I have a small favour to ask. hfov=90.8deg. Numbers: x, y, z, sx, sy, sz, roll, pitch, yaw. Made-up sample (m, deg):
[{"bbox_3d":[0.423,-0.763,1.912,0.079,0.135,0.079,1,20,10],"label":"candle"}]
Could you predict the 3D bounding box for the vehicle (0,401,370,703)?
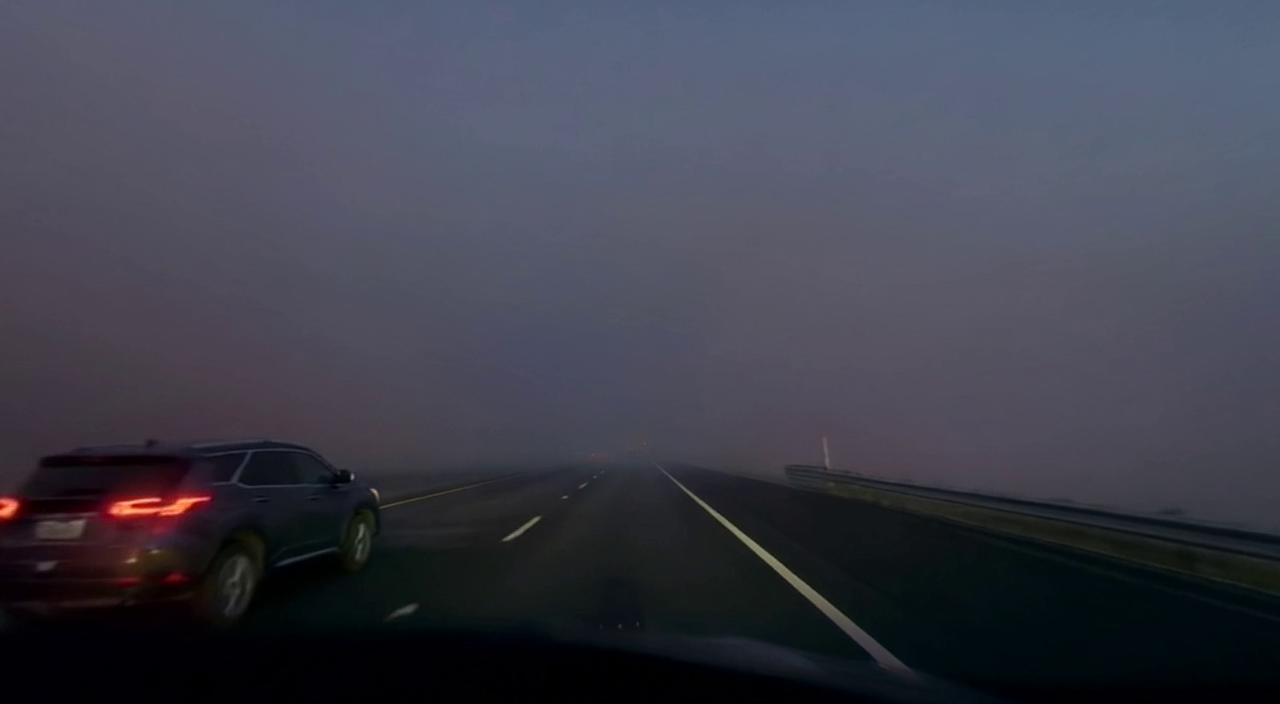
[{"bbox_3d":[-4.070,1.380,5.214,1.844,1.620,4.142,0,-9,0],"label":"vehicle"}]
